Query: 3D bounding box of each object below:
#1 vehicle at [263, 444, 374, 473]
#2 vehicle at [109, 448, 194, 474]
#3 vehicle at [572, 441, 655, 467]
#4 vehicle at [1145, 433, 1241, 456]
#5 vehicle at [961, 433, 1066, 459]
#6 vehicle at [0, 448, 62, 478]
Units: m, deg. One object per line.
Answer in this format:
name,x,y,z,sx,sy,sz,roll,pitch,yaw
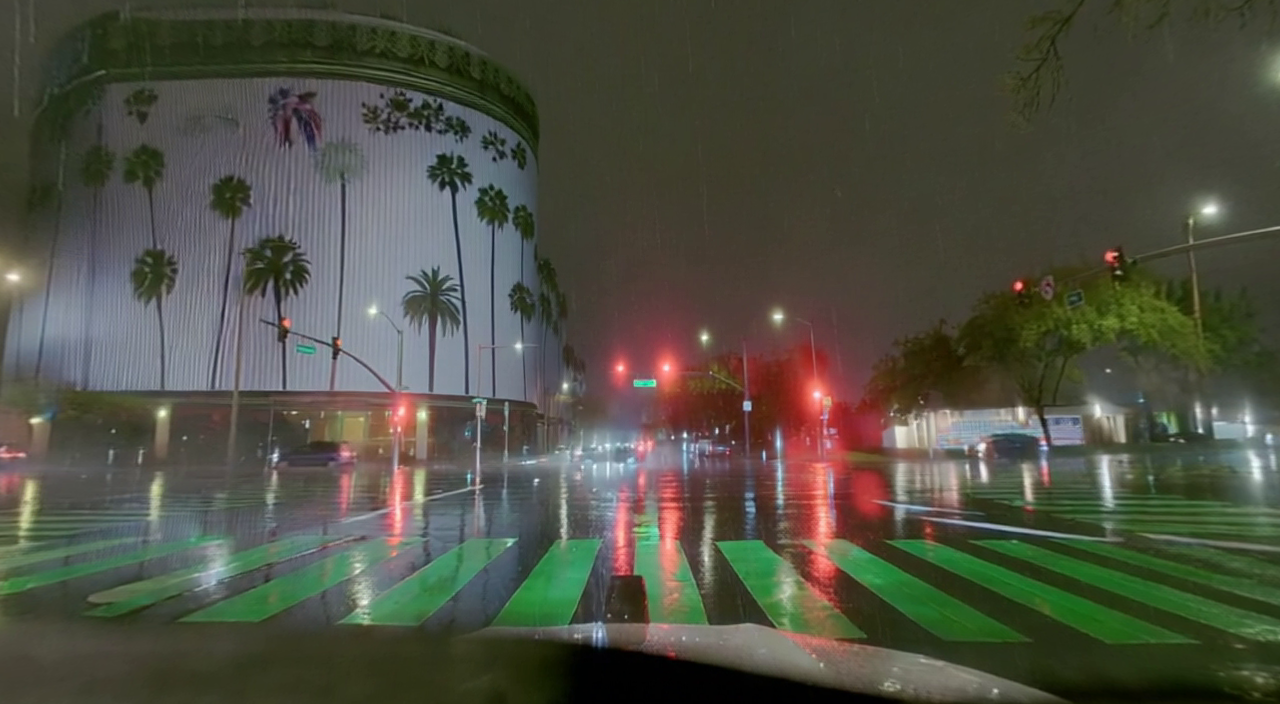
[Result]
vehicle,-16.938,5.619,33.306,4.875,1.461,1.777,0,-8,2
vehicle,-33.101,7.397,42.765,4.136,1.661,1.857,0,-8,1
vehicle,-1.489,5.988,37.173,4.784,1.465,1.798,0,-8,1
vehicle,36.121,6.025,41.239,4.606,1.449,1.687,0,-8,2
vehicle,21.614,5.450,36.606,4.893,1.458,1.791,0,-8,0
vehicle,-37.572,6.544,37.335,4.648,1.665,1.910,0,-8,0
